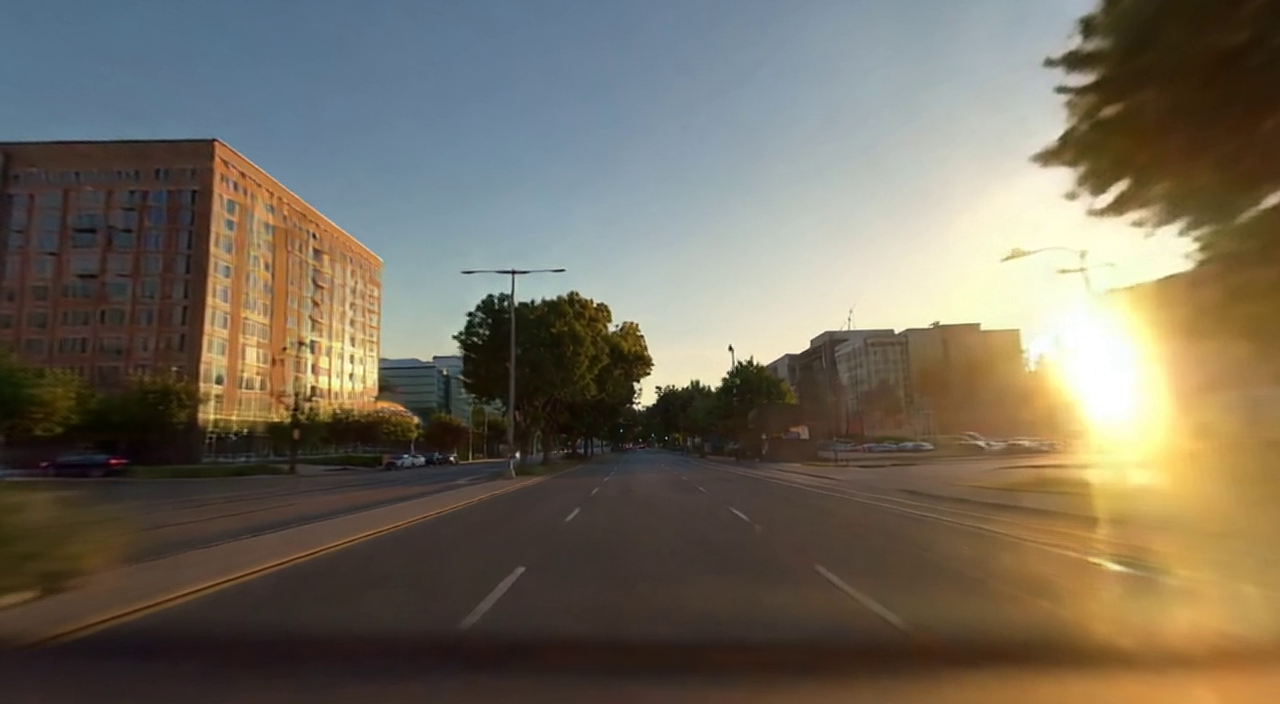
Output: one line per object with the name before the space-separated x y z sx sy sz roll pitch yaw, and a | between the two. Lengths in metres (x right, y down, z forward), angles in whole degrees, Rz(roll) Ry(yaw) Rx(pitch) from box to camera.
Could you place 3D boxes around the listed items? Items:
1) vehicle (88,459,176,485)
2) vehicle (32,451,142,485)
vehicle | -31.950 7.527 39.901 1.947 1.444 4.313 -1 -10 0
vehicle | -34.647 7.272 39.840 2.230 1.962 5.115 -1 -10 0
